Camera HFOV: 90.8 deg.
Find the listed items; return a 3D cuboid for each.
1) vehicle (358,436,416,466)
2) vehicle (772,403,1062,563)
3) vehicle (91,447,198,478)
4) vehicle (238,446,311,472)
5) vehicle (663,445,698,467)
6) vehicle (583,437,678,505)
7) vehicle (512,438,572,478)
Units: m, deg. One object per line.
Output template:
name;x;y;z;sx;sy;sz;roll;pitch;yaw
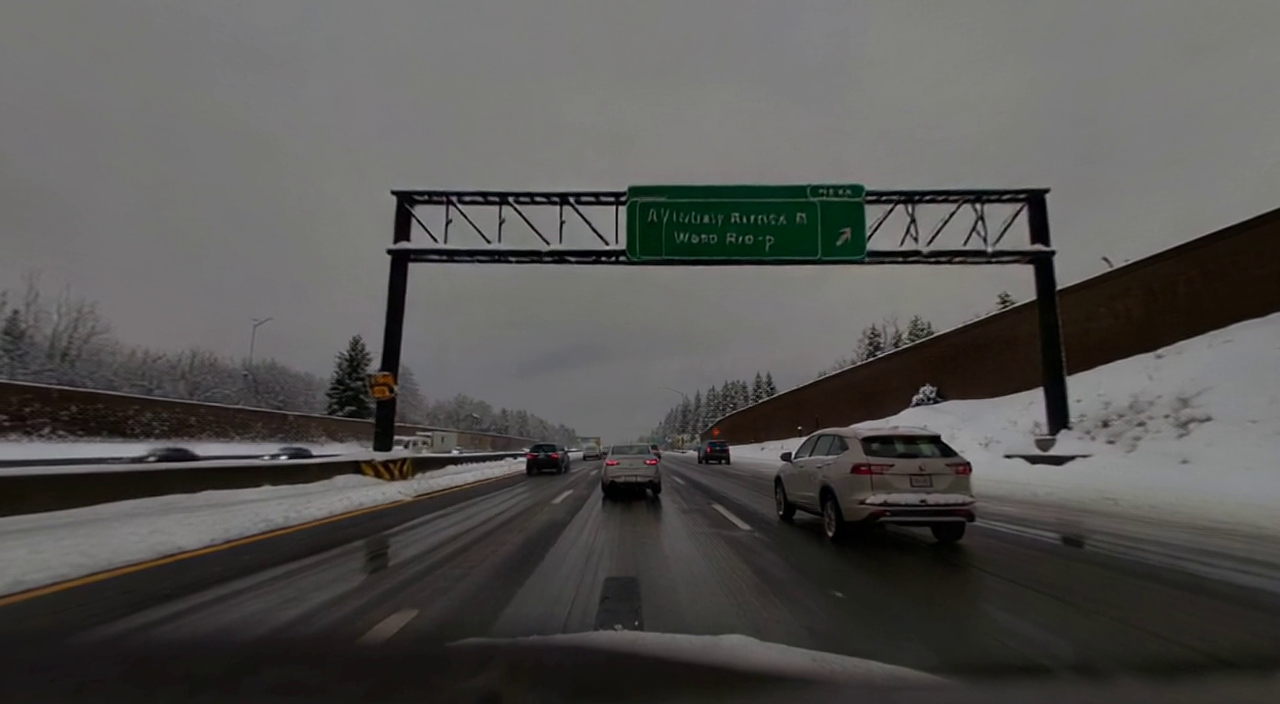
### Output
vehicle;-18.757;7.383;47.152;2.233;2.092;5.457;0;-8;-3
vehicle;3.635;1.826;9.558;2.162;1.800;4.693;0;-8;-1
vehicle;-26.187;5.804;33.635;1.915;1.491;4.771;0;-8;-2
vehicle;-22.402;6.559;38.942;2.141;1.462;4.057;0;-8;-2
vehicle;2.829;7.350;44.952;1.998;1.490;4.296;0;-8;-3
vehicle;-0.264;2.920;15.941;2.098;1.475;3.997;0;-8;-2
vehicle;-4.704;5.192;31.151;2.218;1.776;5.031;0;-8;-1
